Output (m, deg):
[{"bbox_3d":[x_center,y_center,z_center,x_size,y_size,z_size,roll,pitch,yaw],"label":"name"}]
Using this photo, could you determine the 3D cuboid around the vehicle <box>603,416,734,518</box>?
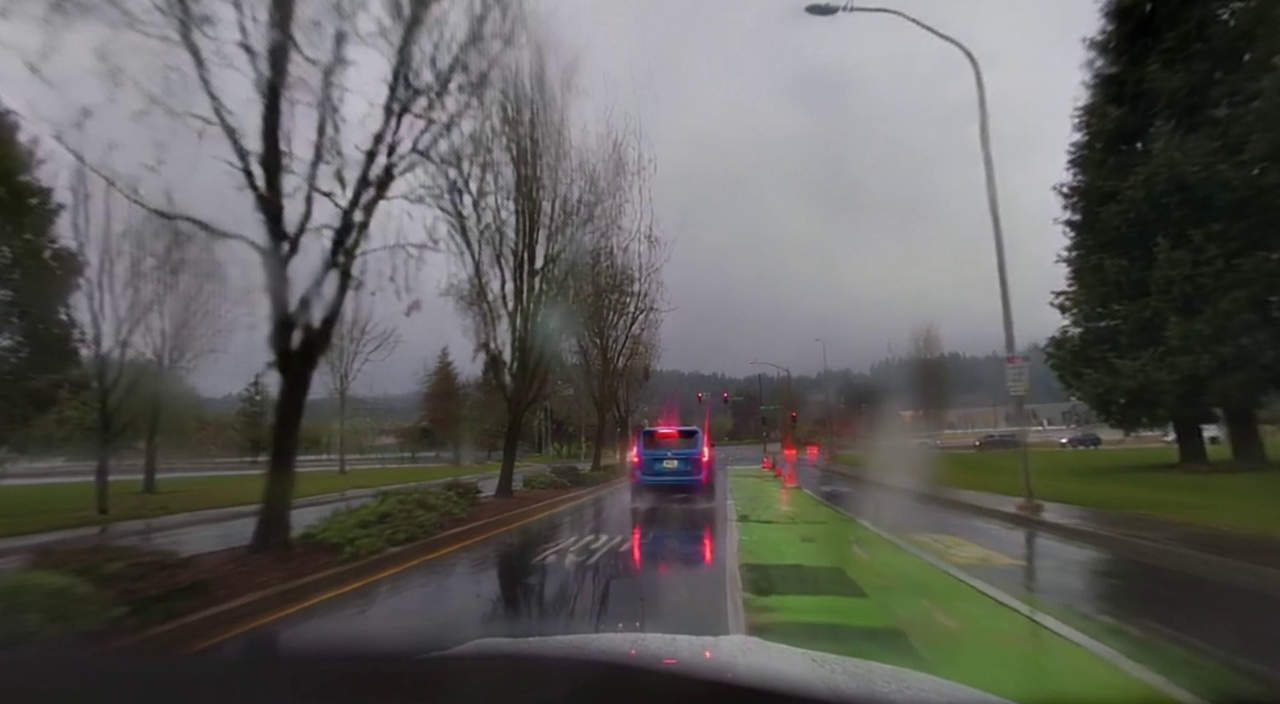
[{"bbox_3d":[0.779,2.409,13.654,2.339,1.790,4.629,-1,-9,7],"label":"vehicle"}]
